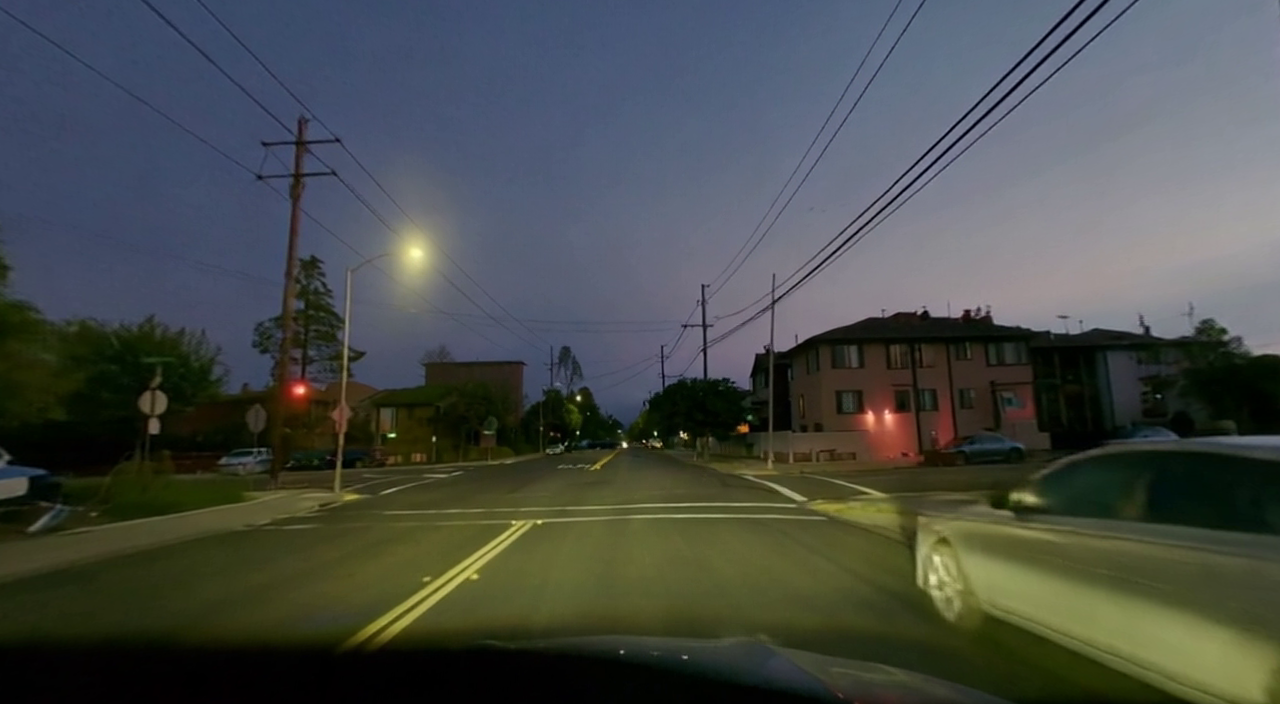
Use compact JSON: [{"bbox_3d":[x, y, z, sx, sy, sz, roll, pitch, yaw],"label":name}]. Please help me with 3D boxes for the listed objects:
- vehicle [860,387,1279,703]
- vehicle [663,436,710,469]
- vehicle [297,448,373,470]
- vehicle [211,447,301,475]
[{"bbox_3d":[3.080,1.049,3.245,2.053,1.501,4.765,0,-9,-2],"label":"vehicle"},{"bbox_3d":[2.391,5.300,33.532,1.999,1.604,4.065,0,-9,-2],"label":"vehicle"},{"bbox_3d":[-22.013,7.707,45.775,1.797,1.446,4.694,-4,-10,30],"label":"vehicle"},{"bbox_3d":[-25.042,7.103,41.335,1.814,1.462,4.703,-8,-10,30],"label":"vehicle"}]
